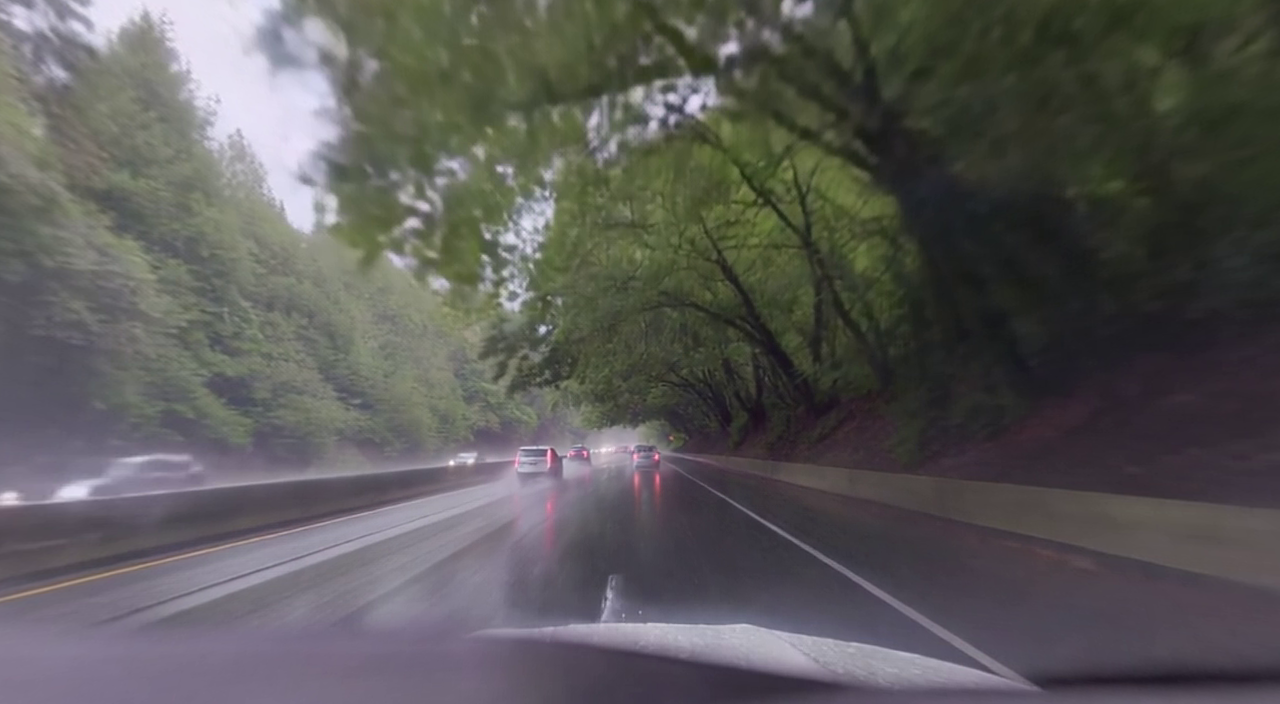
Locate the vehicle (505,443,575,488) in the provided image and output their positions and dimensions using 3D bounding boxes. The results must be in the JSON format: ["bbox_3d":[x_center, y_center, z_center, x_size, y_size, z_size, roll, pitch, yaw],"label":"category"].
[{"bbox_3d":[-3.687,4.250,23.861,1.978,1.538,3.755,0,-9,1],"label":"vehicle"}]

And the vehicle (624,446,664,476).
[{"bbox_3d":[0.180,5.789,33.561,2.001,1.490,3.914,0,-9,0],"label":"vehicle"}]

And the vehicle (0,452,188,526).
[{"bbox_3d":[-12.440,2.982,14.202,1.733,1.407,3.713,0,-9,0],"label":"vehicle"}]

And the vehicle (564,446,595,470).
[{"bbox_3d":[-4.262,7.496,44.734,1.834,1.615,3.624,0,-9,1],"label":"vehicle"}]
